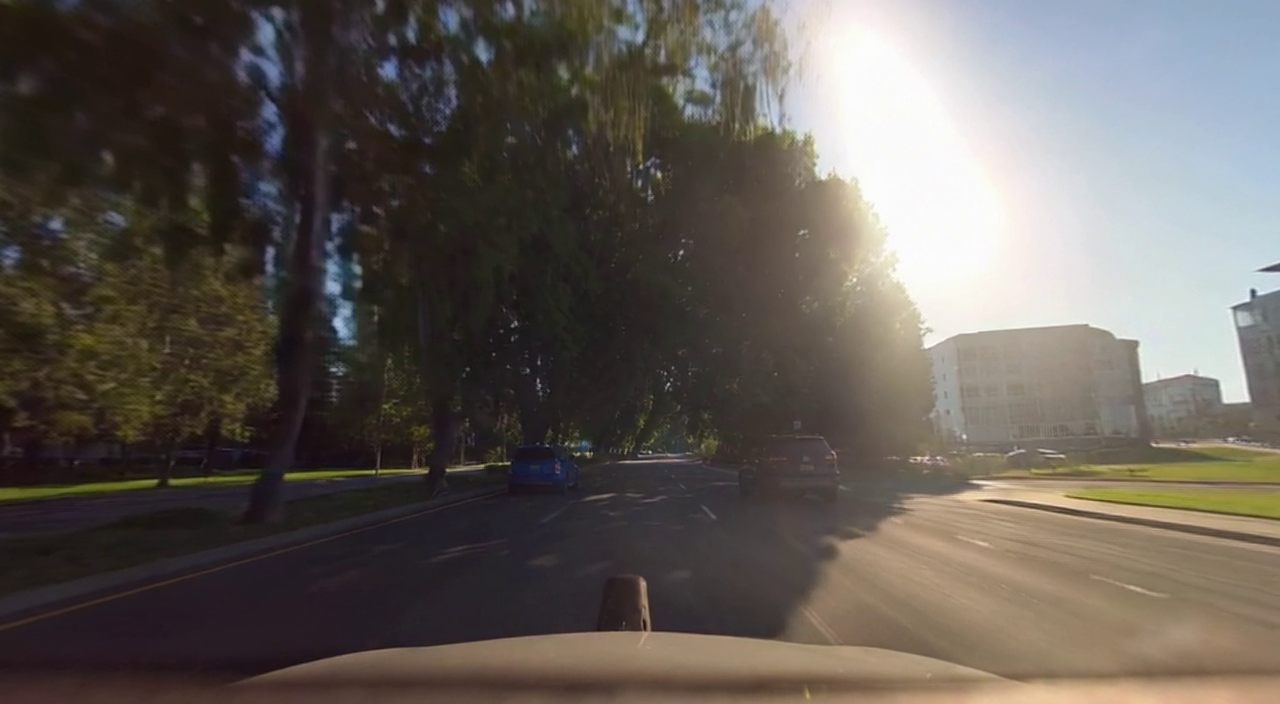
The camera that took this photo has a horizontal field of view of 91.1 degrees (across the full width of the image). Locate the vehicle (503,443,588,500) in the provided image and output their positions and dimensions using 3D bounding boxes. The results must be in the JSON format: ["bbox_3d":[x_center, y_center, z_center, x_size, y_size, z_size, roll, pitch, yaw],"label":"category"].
[{"bbox_3d":[-2.953,3.826,20.557,2.025,1.635,4.293,0,-9,1],"label":"vehicle"}]

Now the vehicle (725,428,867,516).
[{"bbox_3d":[3.525,2.831,15.365,2.087,1.759,5.040,0,-9,-1],"label":"vehicle"}]

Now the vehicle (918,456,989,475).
[{"bbox_3d":[24.585,8.900,49.335,4.587,1.460,1.924,0,-9,1],"label":"vehicle"}]
